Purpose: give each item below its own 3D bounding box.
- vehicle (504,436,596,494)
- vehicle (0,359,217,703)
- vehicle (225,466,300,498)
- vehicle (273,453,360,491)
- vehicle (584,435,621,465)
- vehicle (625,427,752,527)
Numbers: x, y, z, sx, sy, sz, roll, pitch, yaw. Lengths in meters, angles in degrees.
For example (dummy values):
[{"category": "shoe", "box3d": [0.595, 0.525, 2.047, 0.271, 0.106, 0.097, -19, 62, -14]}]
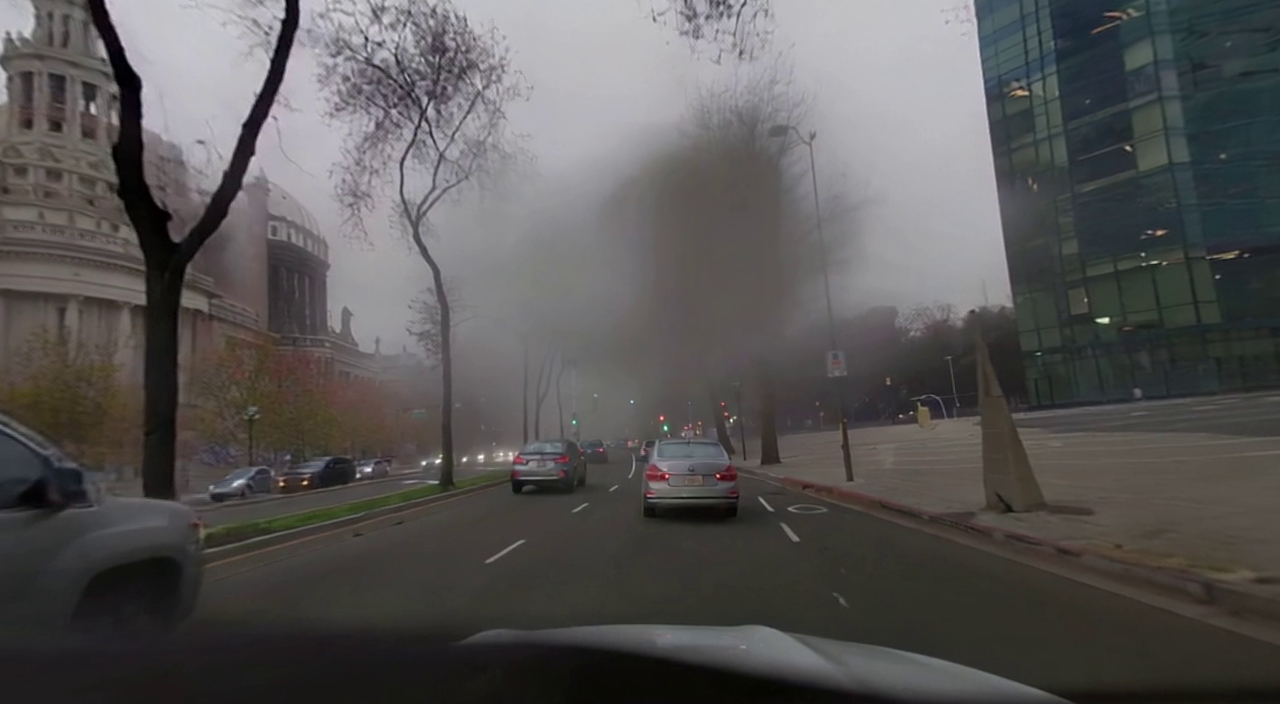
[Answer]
[{"category": "vehicle", "box3d": [-2.505, 3.279, 18.655, 1.961, 1.517, 4.202, 0, -9, 2]}, {"category": "vehicle", "box3d": [-3.312, 0.743, 1.617, 1.848, 1.641, 3.686, 0, -9, 0]}, {"category": "vehicle", "box3d": [-23.551, 8.086, 39.591, 2.003, 1.747, 4.505, 0, -9, -2]}, {"category": "vehicle", "box3d": [-16.866, 6.256, 33.231, 2.024, 1.782, 4.827, 0, -9, 0]}, {"category": "vehicle", "box3d": [-2.325, 6.131, 39.683, 1.969, 1.764, 4.160, 0, -9, 1]}, {"category": "vehicle", "box3d": [0.754, 2.206, 11.624, 1.933, 1.504, 3.802, 0, -9, 0]}]
